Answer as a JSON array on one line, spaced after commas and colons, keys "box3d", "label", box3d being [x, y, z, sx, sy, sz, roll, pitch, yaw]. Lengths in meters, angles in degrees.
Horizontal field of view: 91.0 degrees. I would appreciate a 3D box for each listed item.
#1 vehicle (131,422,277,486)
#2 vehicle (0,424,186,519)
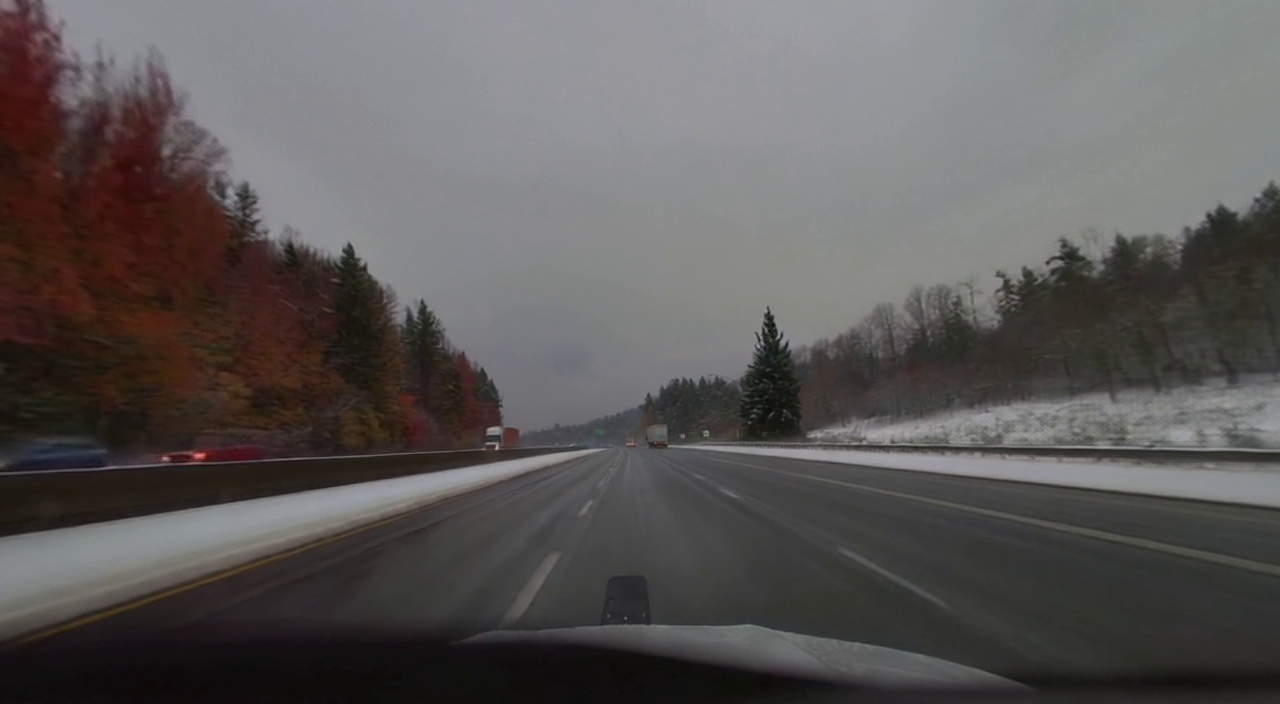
[{"box3d": [-19.288, 4.521, 28.275, 2.386, 2.549, 5.677, -1, -8, 1], "label": "vehicle"}, {"box3d": [-19.198, 3.764, 20.457, 2.774, 2.605, 8.096, 0, -8, 0], "label": "vehicle"}]
